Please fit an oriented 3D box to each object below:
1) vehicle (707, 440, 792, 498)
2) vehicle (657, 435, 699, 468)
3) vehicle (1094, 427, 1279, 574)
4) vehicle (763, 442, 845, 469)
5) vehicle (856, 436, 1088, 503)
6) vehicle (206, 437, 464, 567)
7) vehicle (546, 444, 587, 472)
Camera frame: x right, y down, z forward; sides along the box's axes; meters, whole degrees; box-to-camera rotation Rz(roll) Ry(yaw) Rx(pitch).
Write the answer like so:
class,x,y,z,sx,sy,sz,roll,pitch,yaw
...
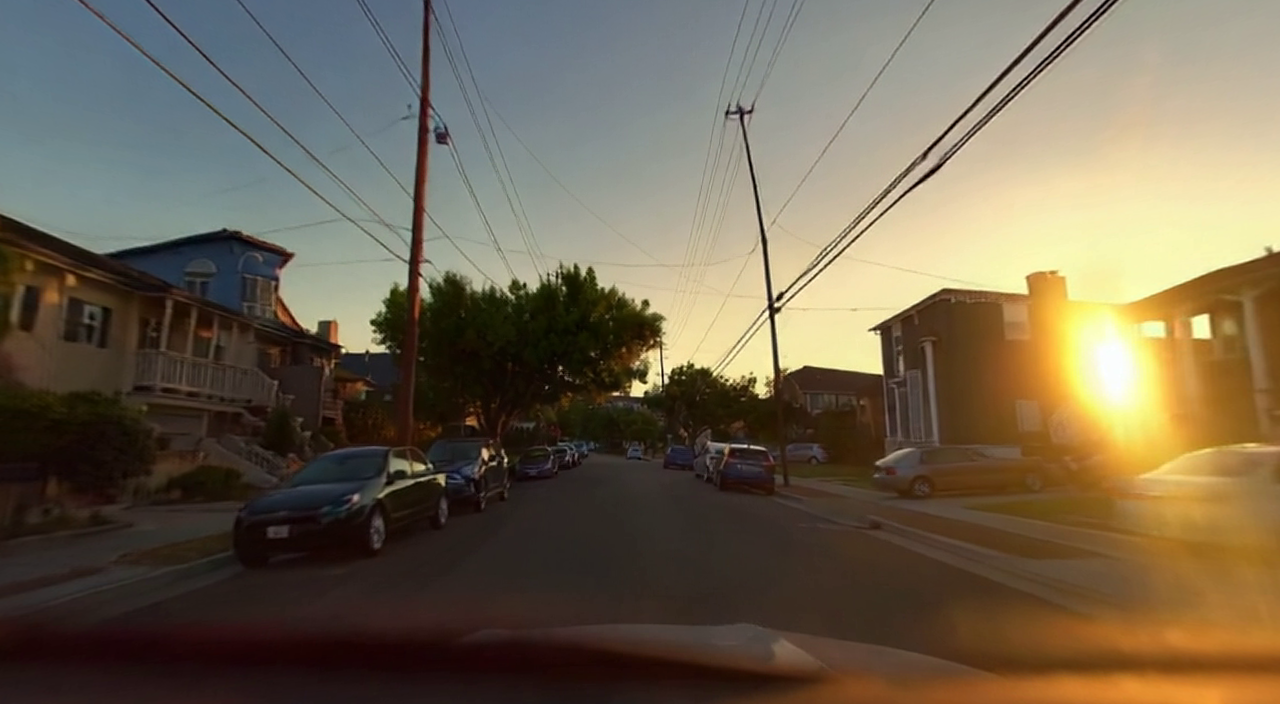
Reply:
class,x,y,z,sx,sy,sz,roll,pitch,yaw
vehicle,3.249,3.562,19.586,1.916,1.587,3.986,0,-9,0
vehicle,2.593,7.090,45.017,2.564,2.155,6.053,0,-8,-1
vehicle,8.457,1.637,7.390,4.782,1.459,1.923,0,-9,-1
vehicle,9.381,5.947,36.465,4.148,1.516,1.976,0,-8,-2
vehicle,7.806,2.786,15.213,4.480,1.497,1.884,0,-8,1
vehicle,-4.155,2.066,9.547,1.745,1.490,4.304,0,-8,0
vehicle,-4.259,6.241,37.298,1.979,1.471,4.366,1,-9,-1
